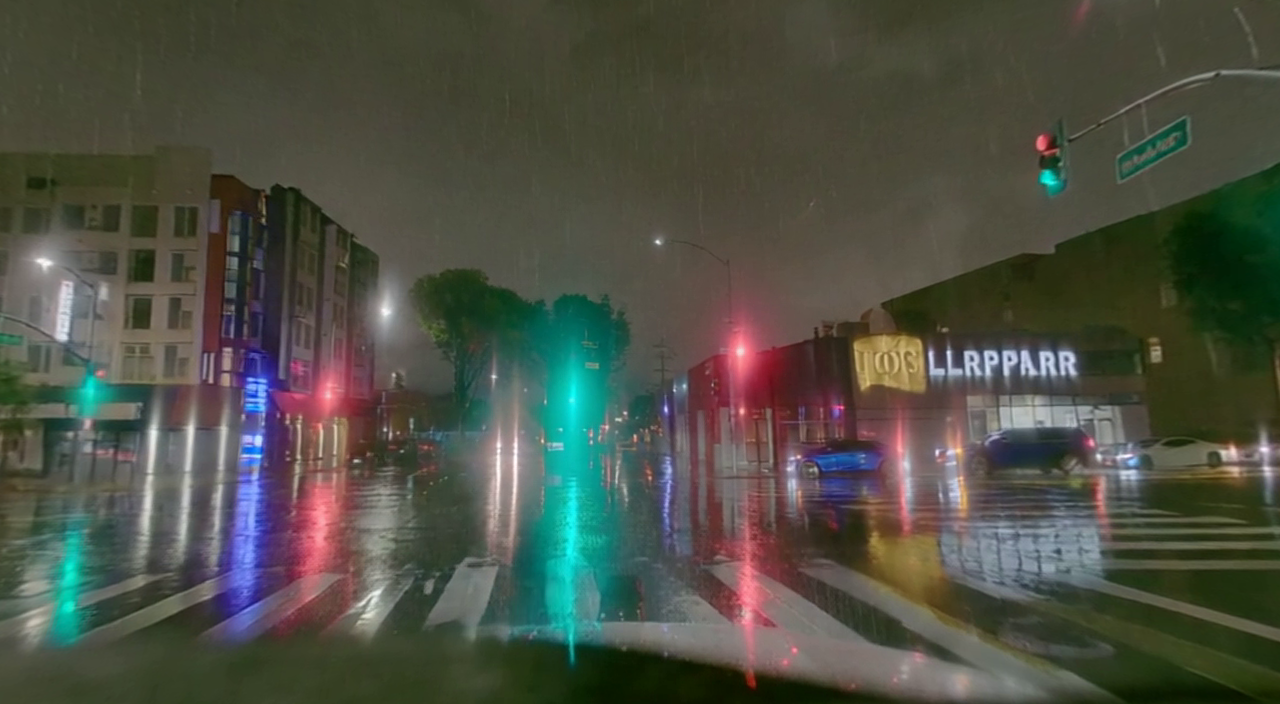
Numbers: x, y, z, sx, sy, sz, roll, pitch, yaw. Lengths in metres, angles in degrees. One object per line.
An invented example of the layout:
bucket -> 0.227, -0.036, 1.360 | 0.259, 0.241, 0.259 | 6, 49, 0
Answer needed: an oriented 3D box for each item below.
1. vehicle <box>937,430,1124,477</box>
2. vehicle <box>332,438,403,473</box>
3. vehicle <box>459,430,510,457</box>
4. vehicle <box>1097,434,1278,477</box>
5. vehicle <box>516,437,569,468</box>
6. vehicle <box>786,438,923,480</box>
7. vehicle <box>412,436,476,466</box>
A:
vehicle -> 14.203, 3.723, 23.244 | 5.420, 1.609, 2.063 | 0, -9, 1
vehicle -> -14.948, 5.636, 34.861 | 1.933, 1.461, 4.393 | -4, -6, 0
vehicle -> -10.602, 6.272, 43.390 | 2.181, 1.723, 4.692 | -1, -9, 2
vehicle -> 19.772, 3.758, 22.964 | 4.782, 1.455, 1.936 | 0, -9, -2
vehicle -> -5.014, 5.230, 33.004 | 1.892, 1.481, 4.365 | -1, -9, 2
vehicle -> 7.851, 3.955, 23.450 | 4.426, 1.446, 1.795 | 0, -9, 0
vehicle -> -10.370, 5.278, 33.820 | 2.119, 1.485, 4.472 | 0, -9, -2
